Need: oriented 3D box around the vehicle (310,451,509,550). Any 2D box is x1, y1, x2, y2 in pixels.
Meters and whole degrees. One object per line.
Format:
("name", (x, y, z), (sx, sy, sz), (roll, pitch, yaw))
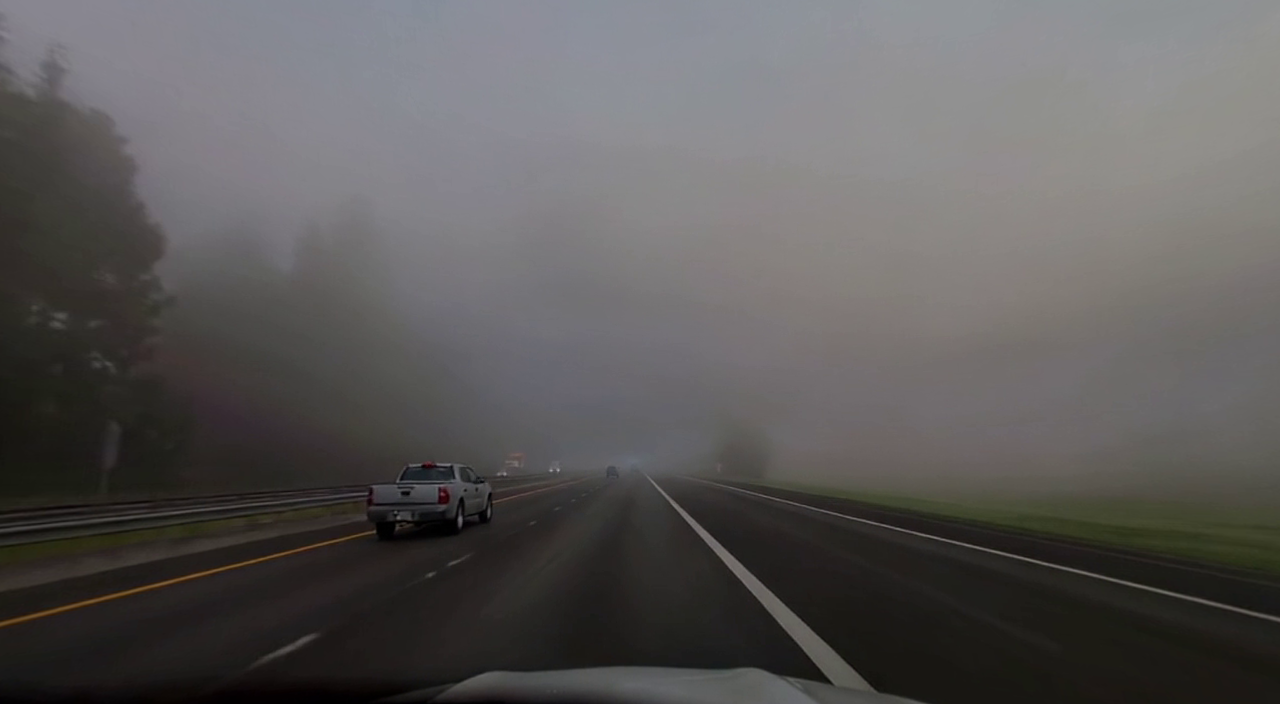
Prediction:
("vehicle", (-4.041, 2.708, 12.033), (2.043, 1.486, 4.442), (0, -10, 1))
